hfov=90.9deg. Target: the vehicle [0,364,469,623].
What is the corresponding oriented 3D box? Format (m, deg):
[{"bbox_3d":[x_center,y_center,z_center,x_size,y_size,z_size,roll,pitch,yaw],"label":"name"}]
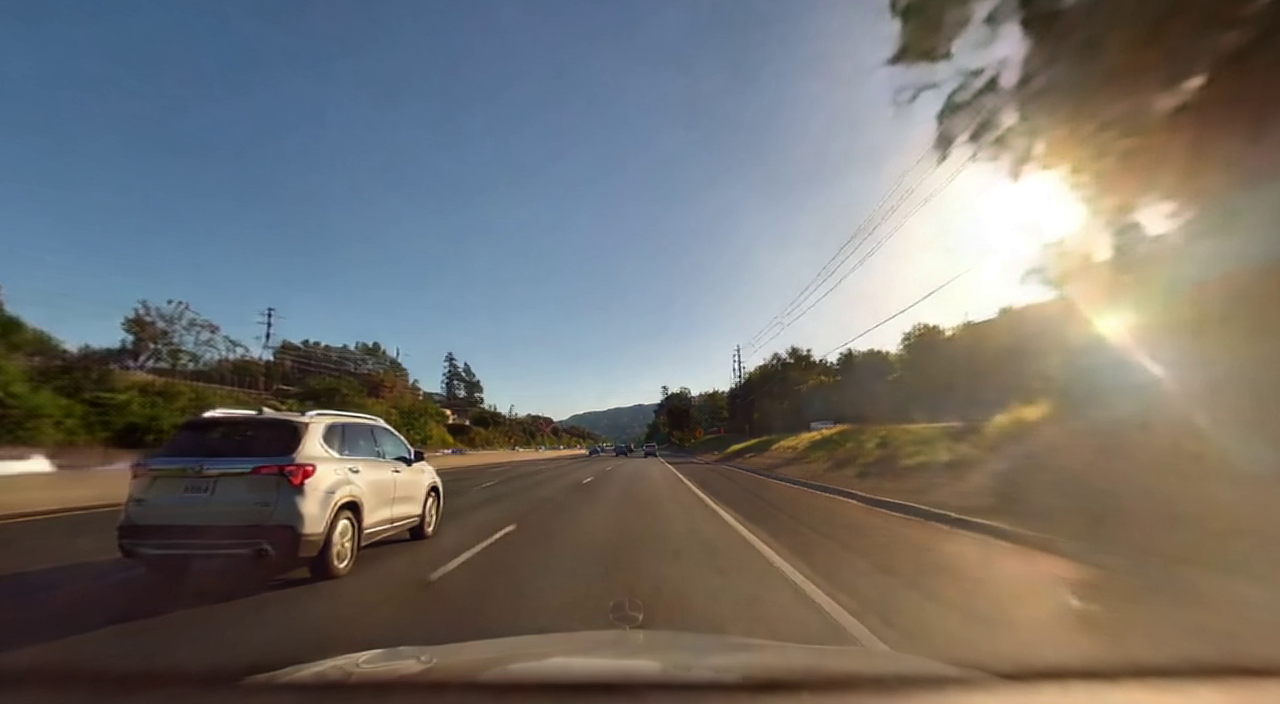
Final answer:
[{"bbox_3d":[-3.834,1.456,7.439,2.136,1.975,5.037,-1,-8,1],"label":"vehicle"}]
